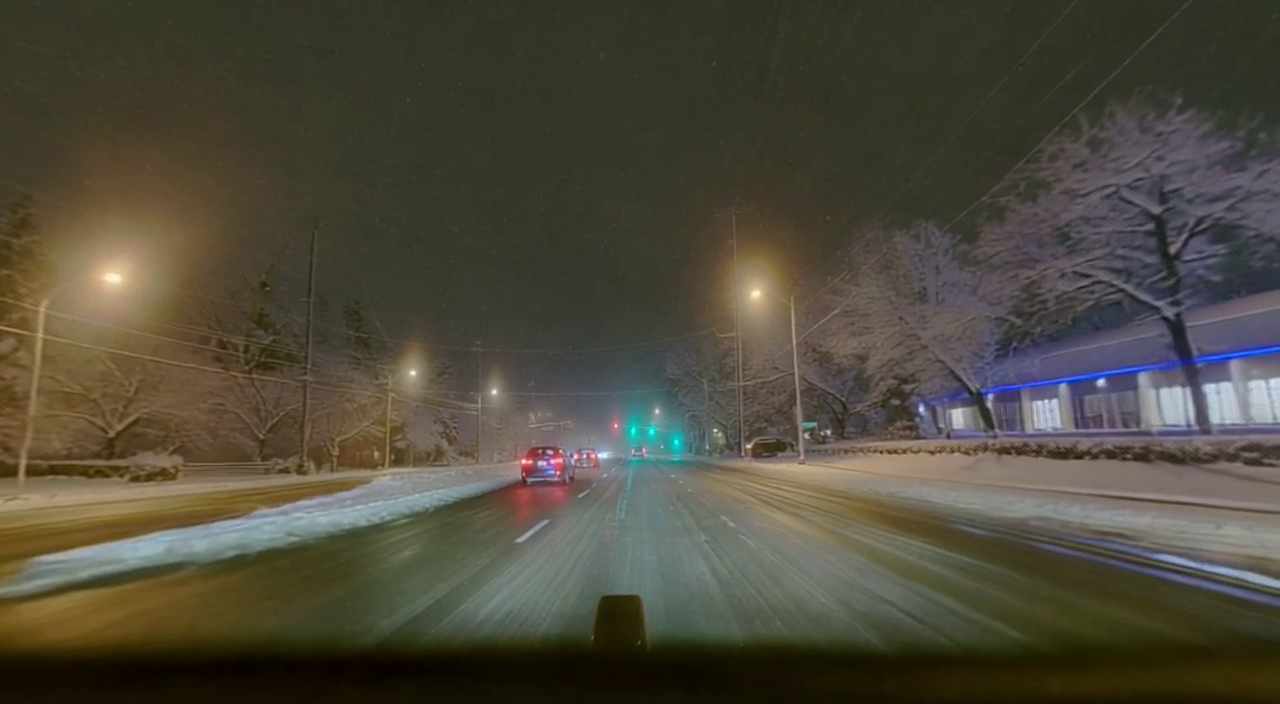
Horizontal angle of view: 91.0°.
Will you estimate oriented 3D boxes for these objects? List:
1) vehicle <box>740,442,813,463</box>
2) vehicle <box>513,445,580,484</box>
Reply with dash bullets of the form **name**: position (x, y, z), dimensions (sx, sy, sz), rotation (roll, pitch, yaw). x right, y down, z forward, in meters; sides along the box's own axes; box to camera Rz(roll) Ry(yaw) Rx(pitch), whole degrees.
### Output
- **vehicle**: position (10.229, 7.544, 47.326), dimensions (4.885, 1.576, 2.024), rotation (1, -9, -6)
- **vehicle**: position (-3.716, 4.570, 25.910), dimensions (2.076, 1.444, 4.328), rotation (0, -9, 0)
